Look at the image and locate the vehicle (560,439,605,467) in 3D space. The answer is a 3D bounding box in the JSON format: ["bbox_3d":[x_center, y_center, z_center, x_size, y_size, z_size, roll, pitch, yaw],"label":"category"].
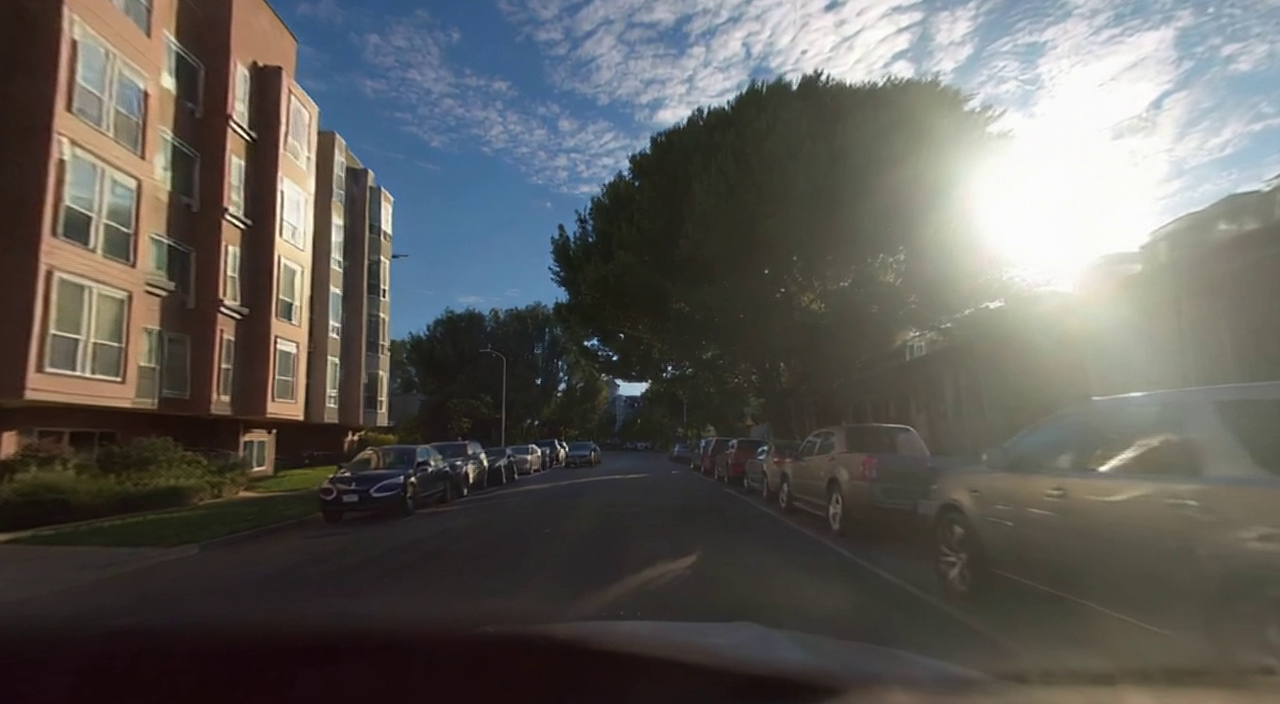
[{"bbox_3d":[-3.198,5.676,35.717,1.939,1.504,4.121,0,-8,3],"label":"vehicle"}]

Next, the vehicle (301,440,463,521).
[{"bbox_3d":[-5.458,2.721,14.070,1.647,1.481,4.433,0,-8,1],"label":"vehicle"}]

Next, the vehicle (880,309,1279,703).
[{"bbox_3d":[3.392,0.941,3.834,1.835,1.809,4.997,0,-8,-1],"label":"vehicle"}]
